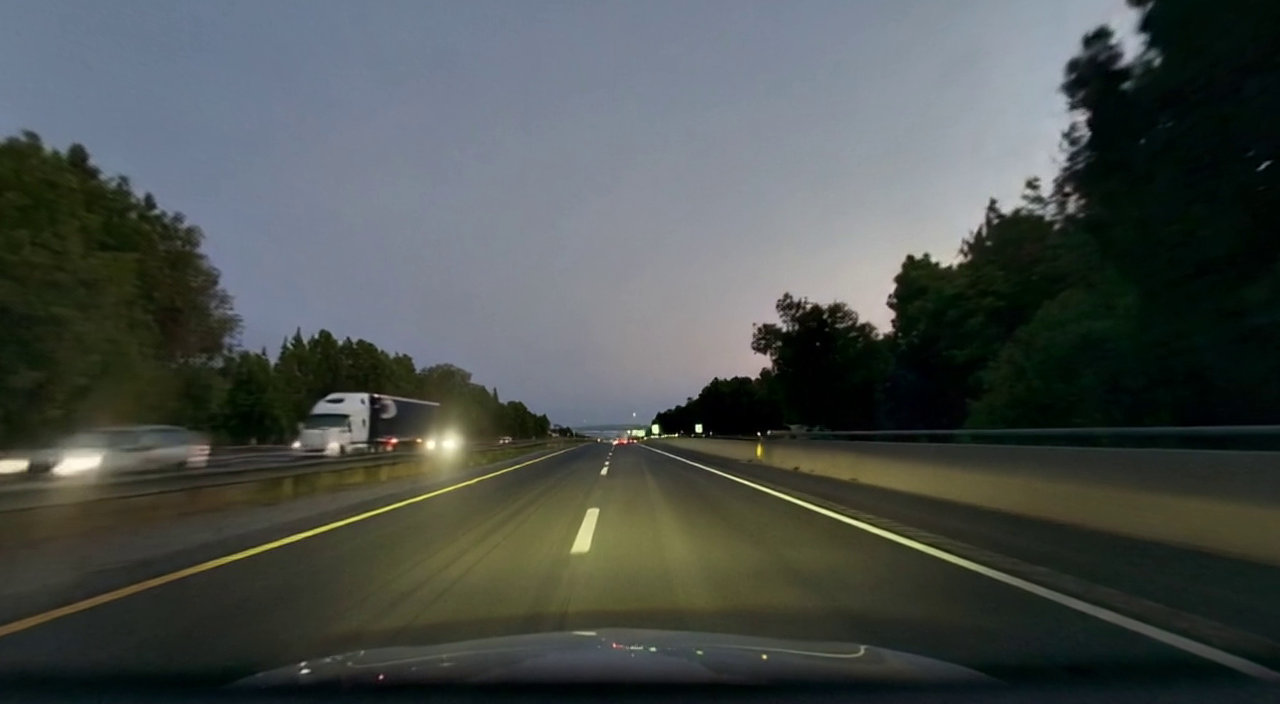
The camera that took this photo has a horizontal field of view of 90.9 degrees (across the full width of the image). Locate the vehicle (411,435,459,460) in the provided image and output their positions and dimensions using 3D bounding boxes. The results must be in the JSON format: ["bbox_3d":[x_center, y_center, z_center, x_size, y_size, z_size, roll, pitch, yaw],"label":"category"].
[{"bbox_3d":[-12.484,5.790,38.505,1.796,1.446,3.689,0,-8,-2],"label":"vehicle"}]

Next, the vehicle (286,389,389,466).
[{"bbox_3d":[-17.031,4.342,36.046,3.009,4.008,5.931,0,-8,-3],"label":"vehicle"}]

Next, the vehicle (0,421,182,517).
[{"bbox_3d":[-12.004,2.324,13.100,1.913,1.675,4.147,0,-8,-2],"label":"vehicle"}]
